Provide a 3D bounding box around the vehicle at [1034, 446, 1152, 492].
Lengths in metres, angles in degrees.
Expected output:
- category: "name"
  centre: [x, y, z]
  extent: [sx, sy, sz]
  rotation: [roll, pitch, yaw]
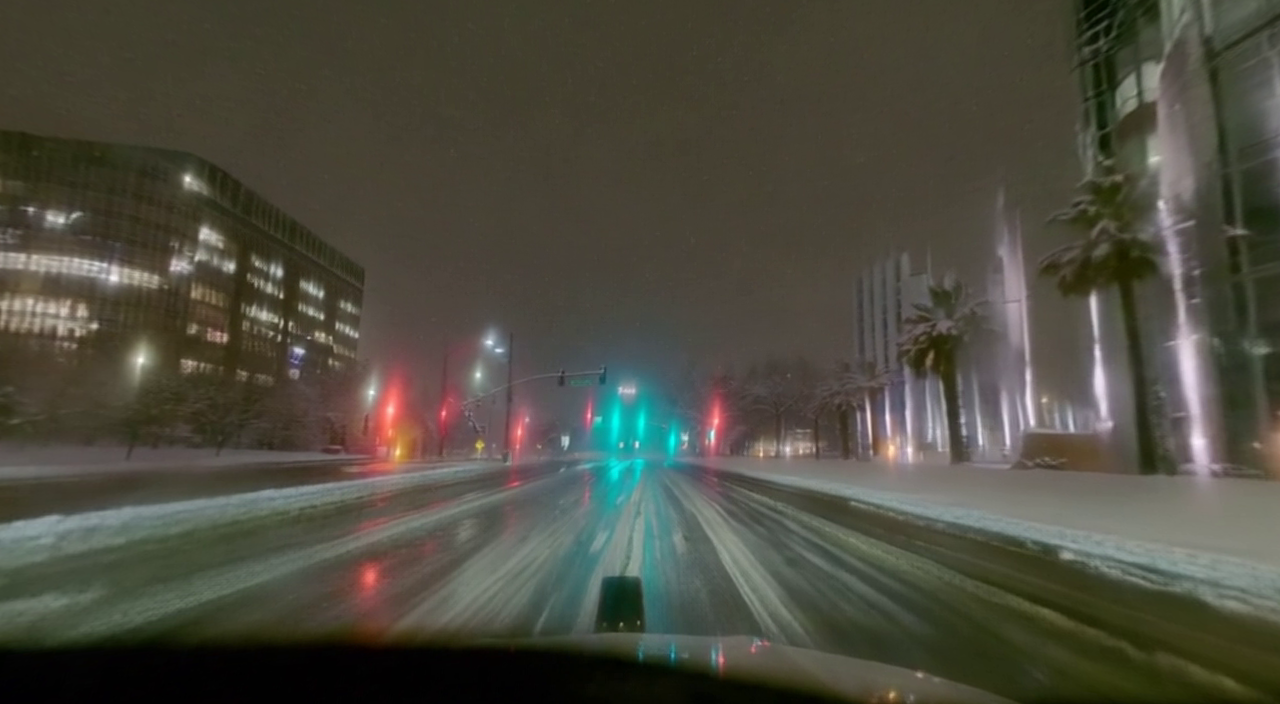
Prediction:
- category: "vehicle"
  centre: [28.318, 7.482, 39.771]
  extent: [2.599, 2.380, 6.013]
  rotation: [1, -15, -3]
